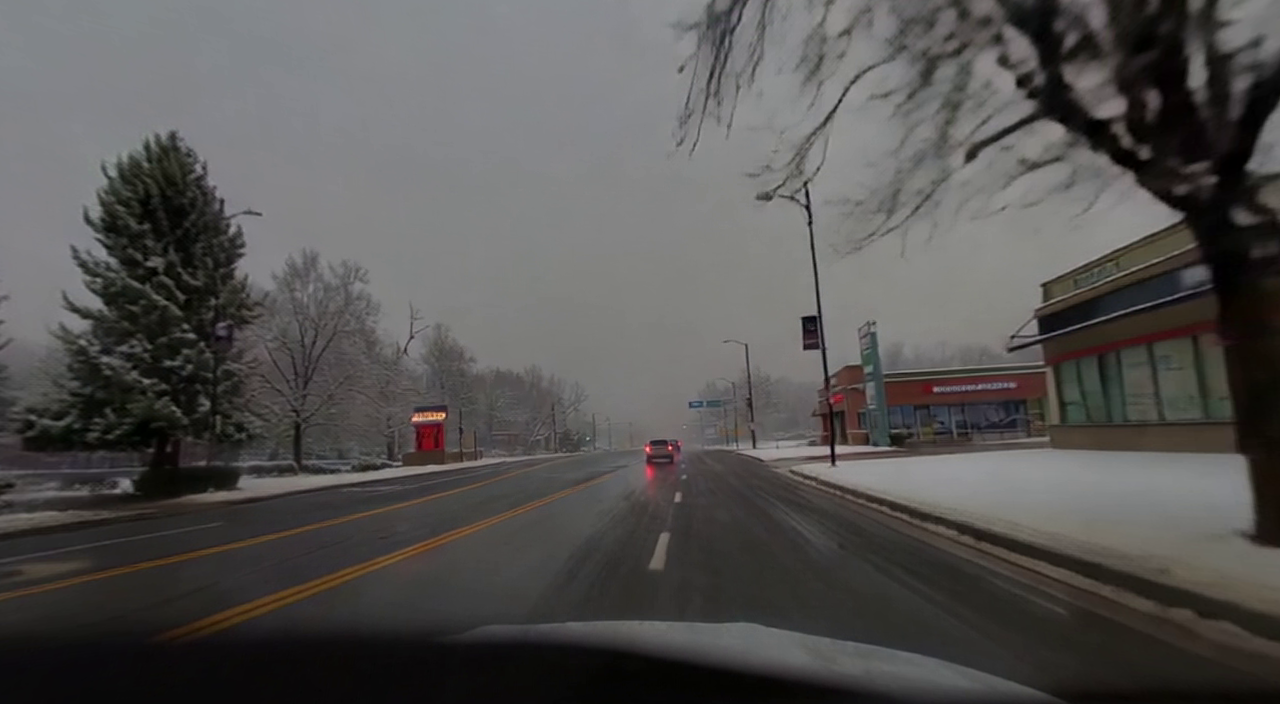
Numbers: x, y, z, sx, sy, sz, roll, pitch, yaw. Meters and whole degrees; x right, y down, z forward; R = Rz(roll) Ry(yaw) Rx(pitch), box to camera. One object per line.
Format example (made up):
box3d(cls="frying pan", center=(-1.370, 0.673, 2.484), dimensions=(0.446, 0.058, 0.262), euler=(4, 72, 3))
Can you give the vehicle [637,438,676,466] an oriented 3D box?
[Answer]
box3d(cls="vehicle", center=(1.142, 6.424, 40.647), dimensions=(2.235, 1.719, 4.292), euler=(0, -8, 5))
